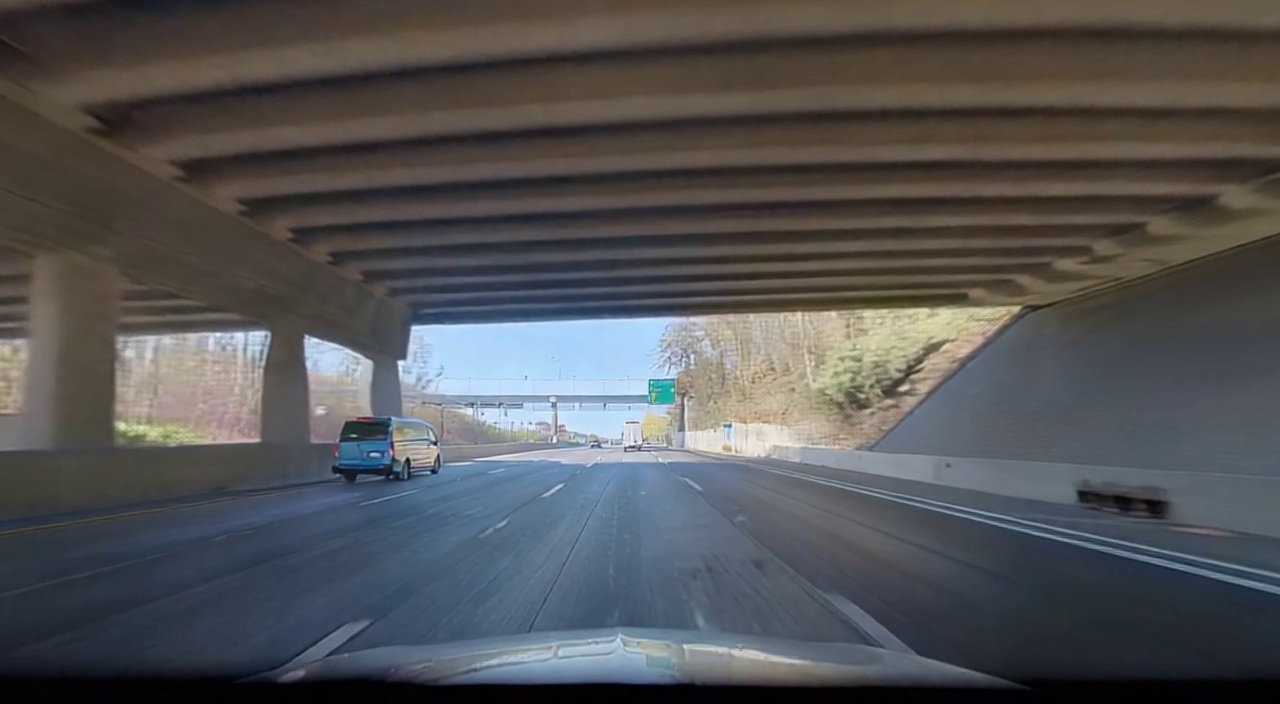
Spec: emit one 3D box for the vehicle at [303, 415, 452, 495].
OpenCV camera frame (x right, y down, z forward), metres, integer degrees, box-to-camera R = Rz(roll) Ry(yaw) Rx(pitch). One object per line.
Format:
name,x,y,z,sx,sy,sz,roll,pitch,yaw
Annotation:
vehicle,-7.420,2.960,18.564,2.150,1.996,5.341,0,-8,-1

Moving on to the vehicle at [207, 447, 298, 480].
vehicle,-20.125,5.762,32.910,1.866,1.511,4.574,0,-8,-1
